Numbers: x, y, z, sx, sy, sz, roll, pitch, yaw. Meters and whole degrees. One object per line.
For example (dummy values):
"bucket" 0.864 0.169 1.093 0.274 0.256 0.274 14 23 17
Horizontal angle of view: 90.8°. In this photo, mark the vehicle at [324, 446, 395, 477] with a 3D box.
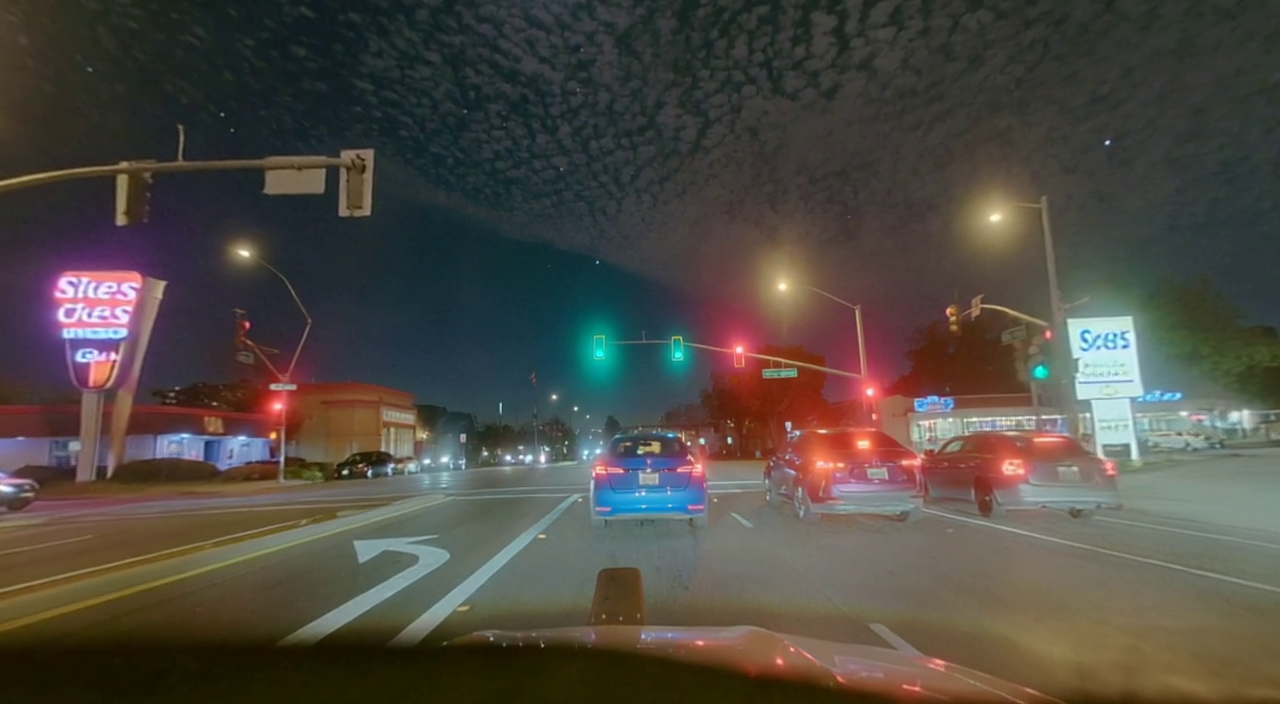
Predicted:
"vehicle" -18.612 7.271 42.254 2.324 1.911 5.610 0 -8 -2

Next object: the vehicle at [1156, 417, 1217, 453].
"vehicle" 34.030 5.184 39.273 5.099 2.063 2.237 8 -12 -44

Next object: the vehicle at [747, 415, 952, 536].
"vehicle" 3.266 2.046 11.051 1.973 1.633 4.717 0 -8 0

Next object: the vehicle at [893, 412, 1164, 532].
"vehicle" 6.446 2.035 11.256 2.009 1.700 4.275 0 -8 -1

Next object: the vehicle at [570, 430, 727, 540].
"vehicle" 0.084 2.126 10.741 2.135 1.468 4.076 0 -8 -1
